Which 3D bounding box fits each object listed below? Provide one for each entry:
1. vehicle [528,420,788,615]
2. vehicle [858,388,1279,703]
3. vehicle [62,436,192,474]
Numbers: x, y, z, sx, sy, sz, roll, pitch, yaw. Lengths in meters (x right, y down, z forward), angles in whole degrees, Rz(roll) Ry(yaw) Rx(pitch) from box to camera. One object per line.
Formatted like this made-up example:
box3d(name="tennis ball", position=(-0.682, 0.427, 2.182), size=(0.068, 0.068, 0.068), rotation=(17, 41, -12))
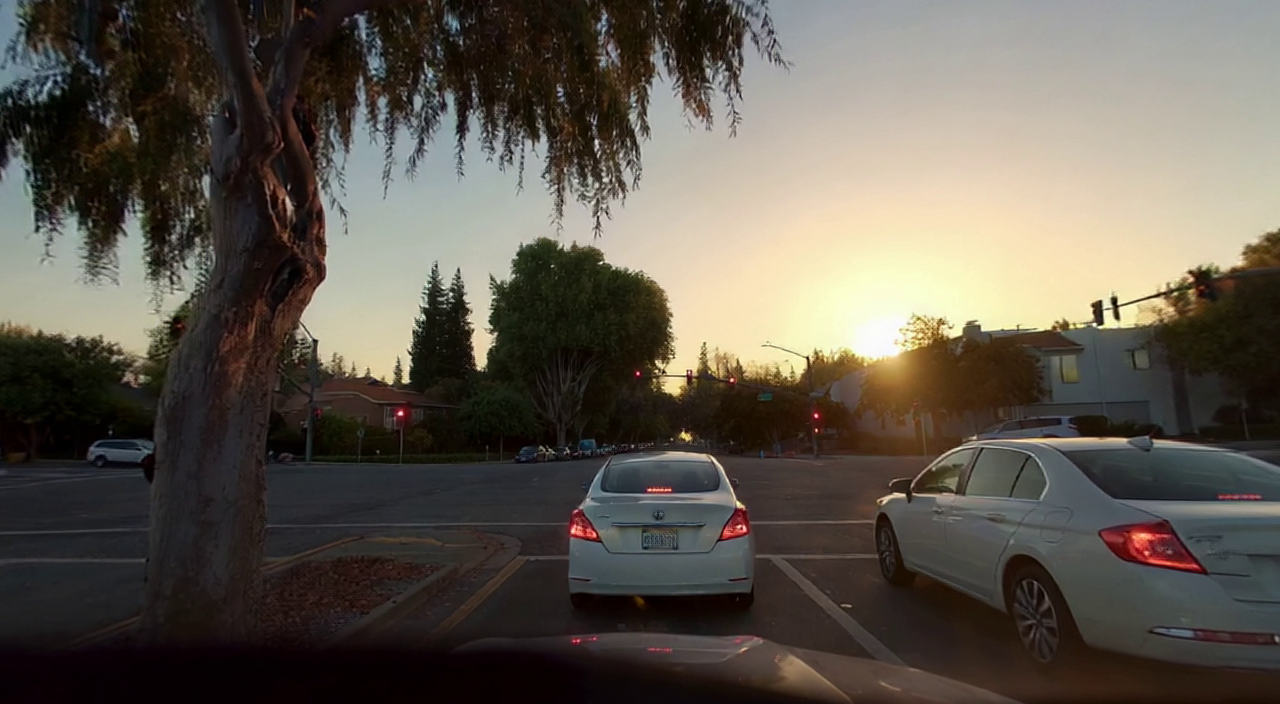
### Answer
box3d(name="vehicle", position=(0.100, 1.565, 6.872), size=(2.017, 1.485, 3.813), rotation=(0, -8, -1))
box3d(name="vehicle", position=(3.175, 1.122, 3.893), size=(1.931, 1.493, 4.555), rotation=(0, -8, -1))
box3d(name="vehicle", position=(-24.279, 4.871, 29.978), size=(4.450, 1.684, 1.894), rotation=(0, -8, 0))
